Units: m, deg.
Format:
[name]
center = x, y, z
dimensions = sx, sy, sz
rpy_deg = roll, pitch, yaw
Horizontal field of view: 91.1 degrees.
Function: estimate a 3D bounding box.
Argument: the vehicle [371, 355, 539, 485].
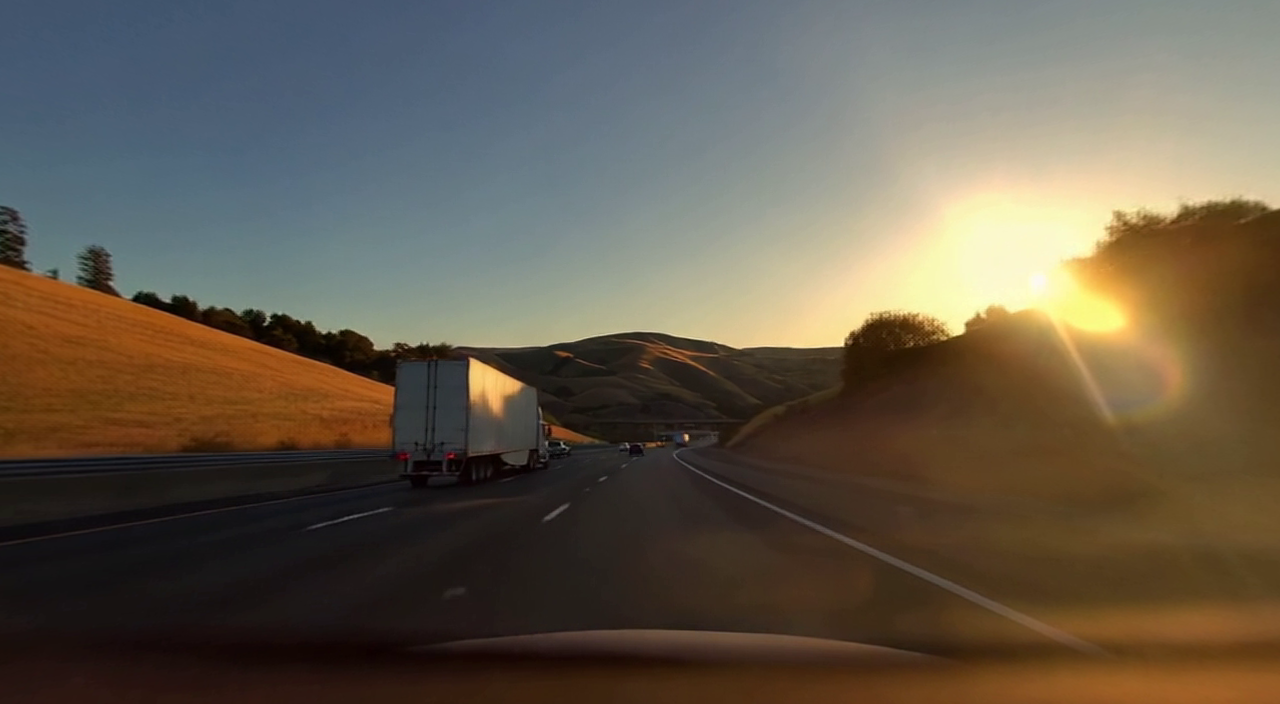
[vehicle]
center = -6.392, 2.821, 24.321
dimensions = 2.981, 3.860, 11.022
rpy_deg = 0, -8, 1
